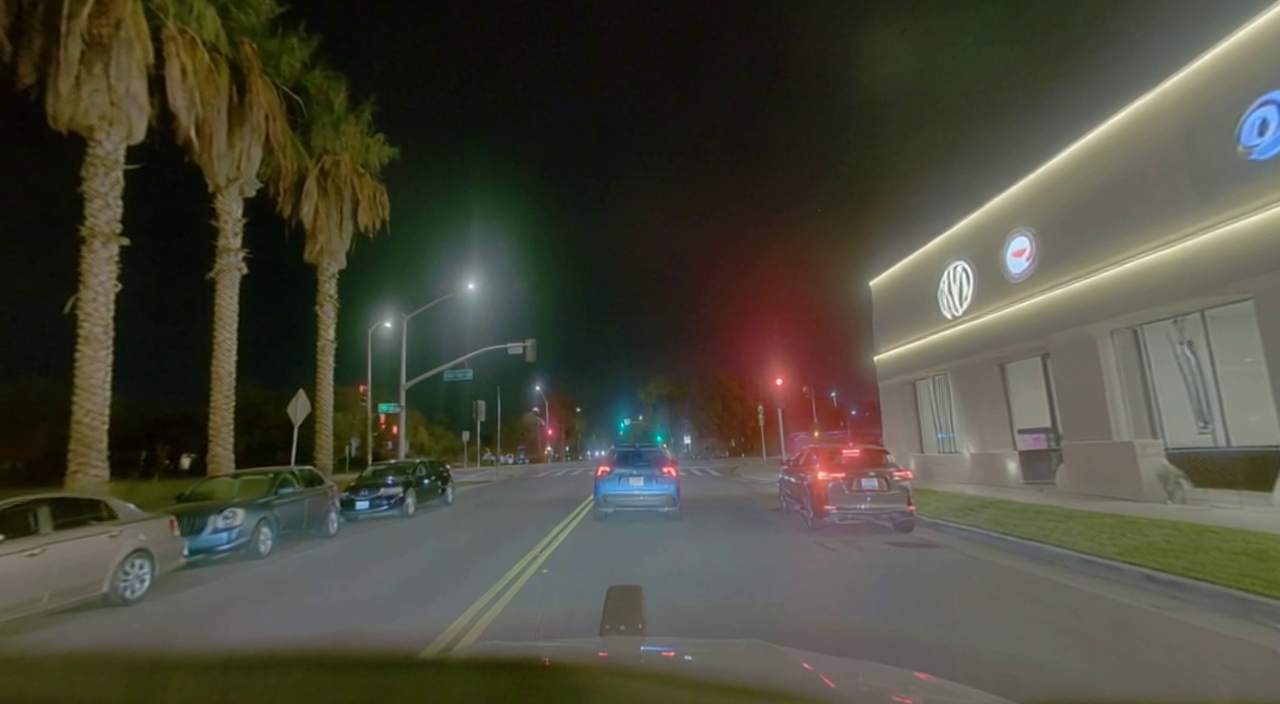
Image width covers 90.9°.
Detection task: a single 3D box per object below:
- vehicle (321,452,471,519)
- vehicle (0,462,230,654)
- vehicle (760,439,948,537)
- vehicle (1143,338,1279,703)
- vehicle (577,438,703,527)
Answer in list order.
[{"bbox_3d":[-6.362,3.498,17.143,2.105,1.469,4.693,0,-8,1],"label":"vehicle"},{"bbox_3d":[-6.172,1.809,5.704,1.850,1.482,4.454,0,-8,1],"label":"vehicle"},{"bbox_3d":[3.569,2.325,11.503,1.821,1.417,4.454,0,-8,-1],"label":"vehicle"},{"bbox_3d":[3.598,0.554,0.543,2.099,1.786,5.198,0,-8,1],"label":"vehicle"},{"bbox_3d":[-0.013,2.449,12.449,2.060,1.452,4.078,0,-8,0],"label":"vehicle"}]
